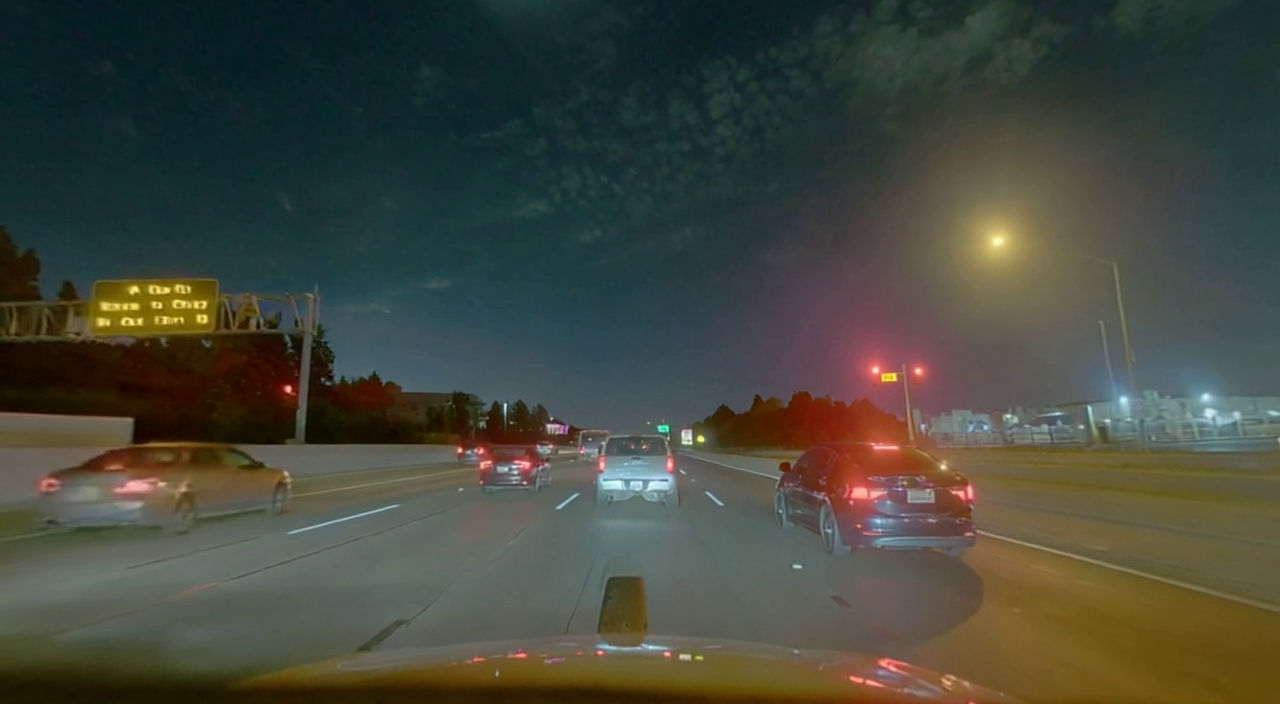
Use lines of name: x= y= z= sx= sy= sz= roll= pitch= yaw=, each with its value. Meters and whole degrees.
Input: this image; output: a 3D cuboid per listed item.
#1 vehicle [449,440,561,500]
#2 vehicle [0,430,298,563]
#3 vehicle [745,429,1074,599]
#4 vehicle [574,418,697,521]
vehicle: x=-3.613 y=3.256 z=17.870 sx=2.132 sy=1.464 sz=4.481 roll=0 pitch=-9 yaw=1
vehicle: x=-7.414 y=1.978 z=9.454 sx=1.933 sy=1.476 sz=4.652 roll=0 pitch=-9 yaw=1
vehicle: x=2.755 y=1.765 z=7.850 sx=2.018 sy=1.470 sz=4.491 roll=0 pitch=-9 yaw=-1
vehicle: x=-0.084 y=2.361 z=13.106 sx=2.152 sy=1.779 sz=3.924 roll=0 pitch=-9 yaw=0
